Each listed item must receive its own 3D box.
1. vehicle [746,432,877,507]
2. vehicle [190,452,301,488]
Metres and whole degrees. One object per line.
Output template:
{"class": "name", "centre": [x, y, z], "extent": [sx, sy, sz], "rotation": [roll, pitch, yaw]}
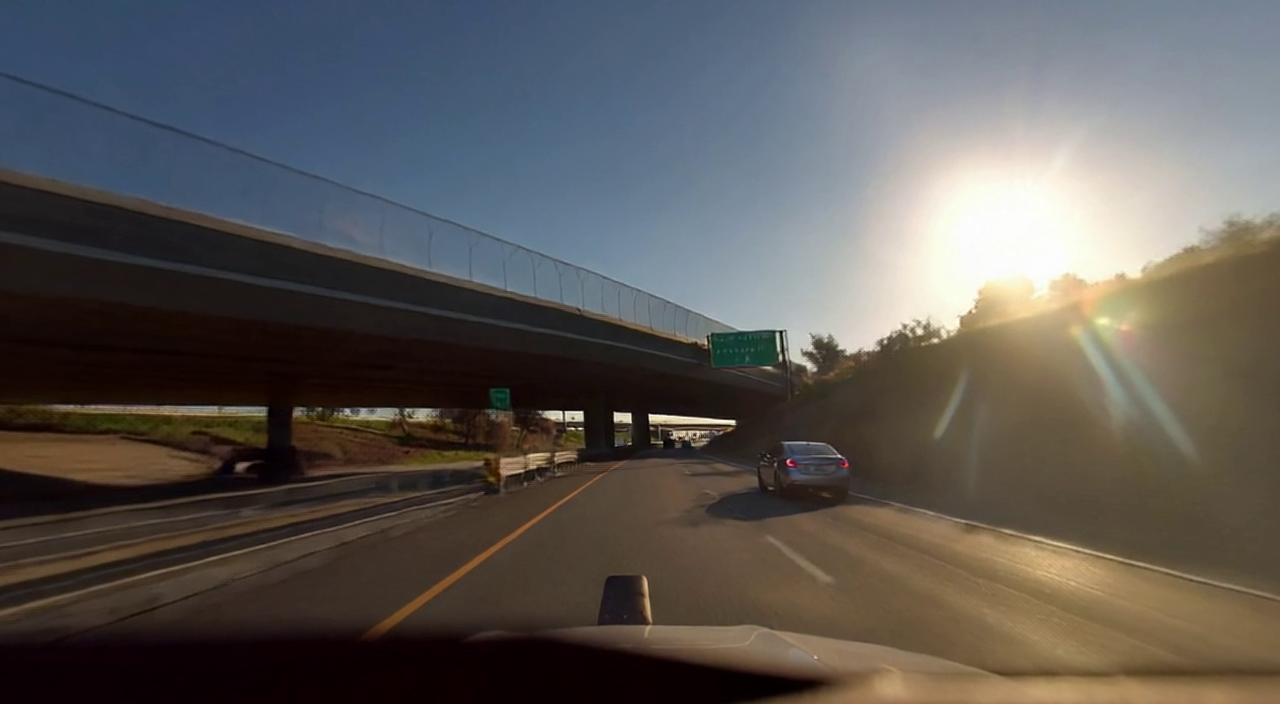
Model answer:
{"class": "vehicle", "centre": [3.902, 2.746, 15.180], "extent": [1.997, 1.515, 4.025], "rotation": [0, -9, 0]}
{"class": "vehicle", "centre": [-18.197, 5.429, 29.430], "extent": [2.045, 1.457, 4.763], "rotation": [-1, -9, 2]}
